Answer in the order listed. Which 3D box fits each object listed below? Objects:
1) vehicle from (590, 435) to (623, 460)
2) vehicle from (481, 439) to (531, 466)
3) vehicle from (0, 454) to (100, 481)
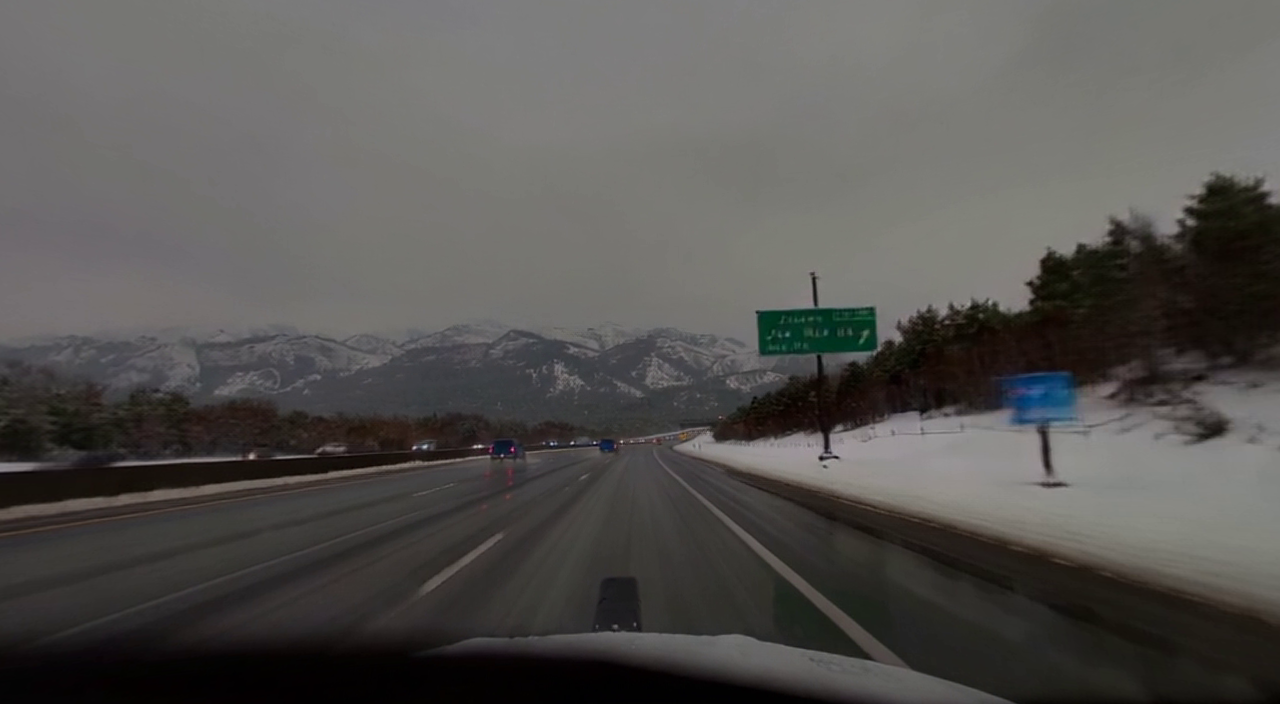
[{"bbox_3d":[-2.421,7.032,46.653,2.029,1.753,4.718,0,-8,1],"label":"vehicle"},{"bbox_3d":[-7.730,5.856,36.981,1.930,1.508,4.567,0,-8,0],"label":"vehicle"},{"bbox_3d":[-33.021,6.395,35.296,1.845,1.331,4.385,1,-9,-1],"label":"vehicle"}]
